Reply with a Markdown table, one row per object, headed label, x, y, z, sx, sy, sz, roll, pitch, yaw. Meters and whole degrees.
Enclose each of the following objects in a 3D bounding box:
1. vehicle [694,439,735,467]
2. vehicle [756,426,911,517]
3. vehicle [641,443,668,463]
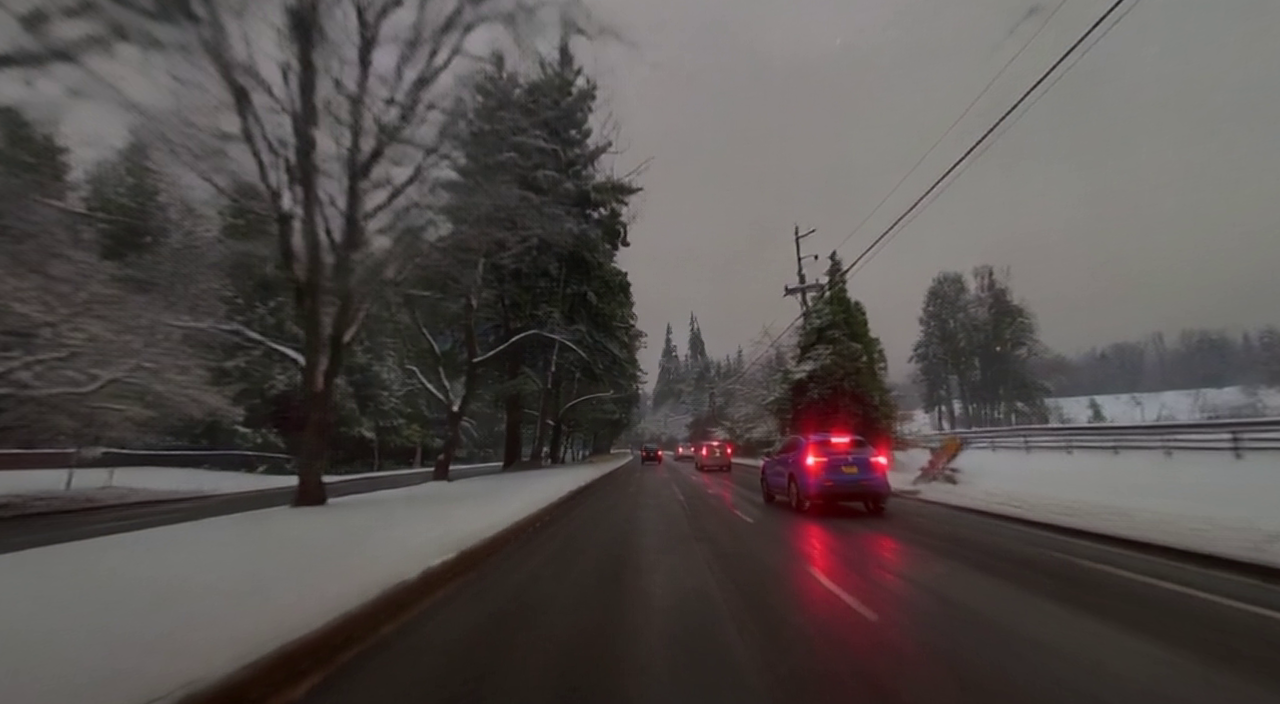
| label | x | y | z | sx | sy | sz | roll | pitch | yaw |
| --- | --- | --- | --- | --- | --- | --- | --- | --- | --- |
| vehicle | 4.615 | 6.328 | 39.722 | 2.110 | 1.666 | 3.912 | 0 | -8 | 0 |
| vehicle | 3.944 | 2.488 | 13.687 | 2.052 | 1.639 | 4.123 | 0 | -8 | 0 |
| vehicle | 1.095 | 7.865 | 49.327 | 2.026 | 1.466 | 4.282 | 0 | -8 | 1 |
